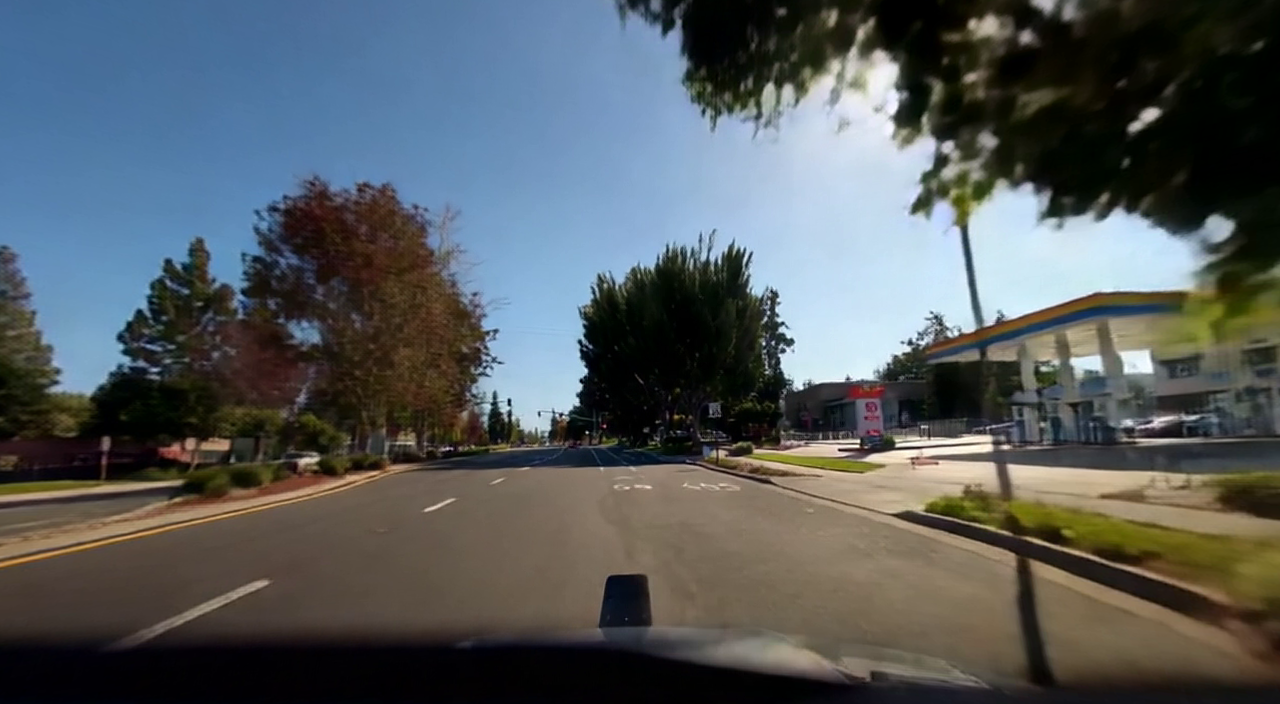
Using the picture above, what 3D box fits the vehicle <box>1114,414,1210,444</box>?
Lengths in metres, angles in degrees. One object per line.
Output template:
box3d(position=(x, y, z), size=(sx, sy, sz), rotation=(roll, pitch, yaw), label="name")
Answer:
box3d(position=(32.958, 4.894, 39.924), size=(4.323, 1.447, 1.710), rotation=(-10, -7, 31), label="vehicle")
